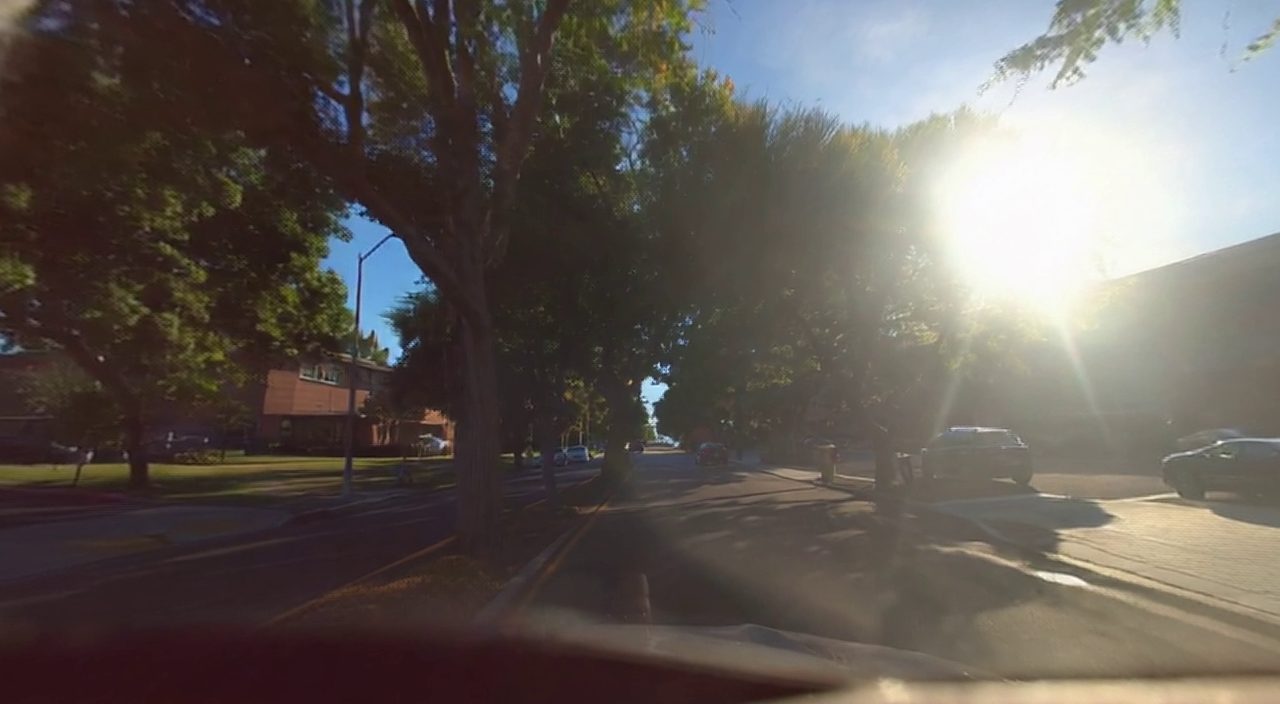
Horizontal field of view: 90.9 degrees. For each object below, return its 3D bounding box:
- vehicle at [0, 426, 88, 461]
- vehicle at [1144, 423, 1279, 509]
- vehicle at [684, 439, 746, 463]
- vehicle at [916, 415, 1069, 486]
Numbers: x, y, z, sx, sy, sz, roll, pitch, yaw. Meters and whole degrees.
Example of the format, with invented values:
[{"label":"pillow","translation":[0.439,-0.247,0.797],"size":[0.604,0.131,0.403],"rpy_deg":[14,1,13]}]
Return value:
[{"label":"vehicle","translation":[-30.099,4.406,30.232],"size":[4.814,1.609,2.197],"rpy_deg":[3,-9,-19]},{"label":"vehicle","translation":[12.502,2.168,12.121],"size":[1.903,1.528,4.374],"rpy_deg":[0,-9,-1]},{"label":"vehicle","translation":[5.681,7.574,48.133],"size":[4.277,1.740,2.097],"rpy_deg":[-8,-11,41]},{"label":"vehicle","translation":[10.289,2.994,18.947],"size":[2.018,1.840,4.662],"rpy_deg":[-1,-10,3]}]
